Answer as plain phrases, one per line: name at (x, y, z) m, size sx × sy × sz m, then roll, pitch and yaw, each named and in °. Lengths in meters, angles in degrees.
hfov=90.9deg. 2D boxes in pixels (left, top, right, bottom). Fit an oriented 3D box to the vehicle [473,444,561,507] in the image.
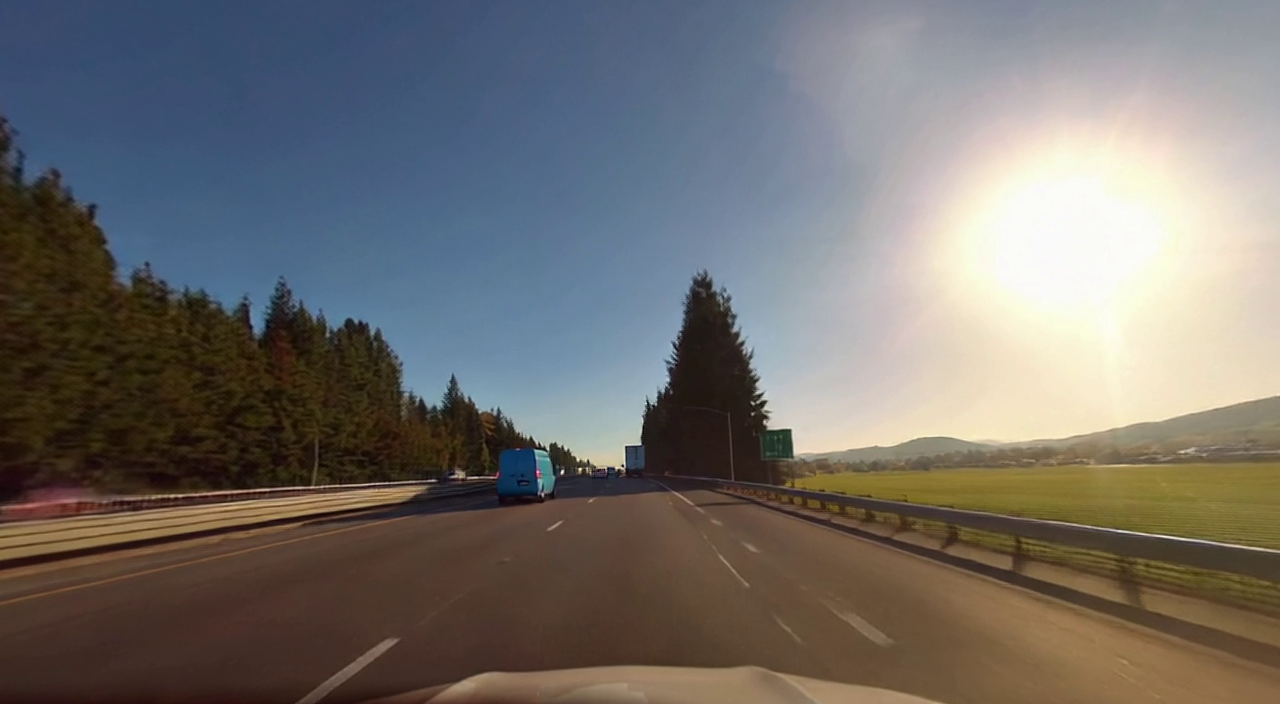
vehicle at (-4.239, 4.402, 22.607) m, size 2.208 × 1.973 × 4.716 m, roll 1°, pitch -10°, yaw 0°
